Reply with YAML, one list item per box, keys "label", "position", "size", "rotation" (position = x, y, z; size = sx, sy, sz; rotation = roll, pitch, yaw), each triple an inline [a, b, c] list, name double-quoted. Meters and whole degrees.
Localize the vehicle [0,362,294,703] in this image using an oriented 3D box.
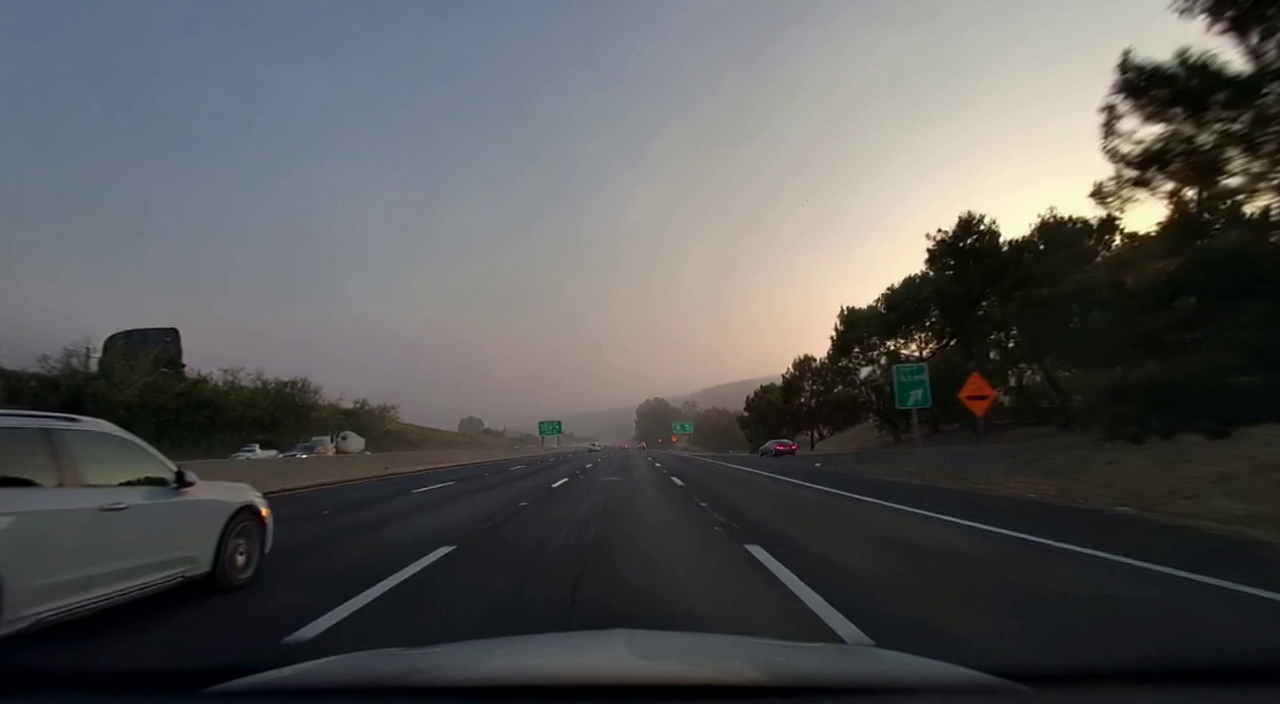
- label: "vehicle"
  position: [-4.136, 0.890, 2.955]
  size: [2.200, 1.662, 5.091]
  rotation: [0, -8, -1]
